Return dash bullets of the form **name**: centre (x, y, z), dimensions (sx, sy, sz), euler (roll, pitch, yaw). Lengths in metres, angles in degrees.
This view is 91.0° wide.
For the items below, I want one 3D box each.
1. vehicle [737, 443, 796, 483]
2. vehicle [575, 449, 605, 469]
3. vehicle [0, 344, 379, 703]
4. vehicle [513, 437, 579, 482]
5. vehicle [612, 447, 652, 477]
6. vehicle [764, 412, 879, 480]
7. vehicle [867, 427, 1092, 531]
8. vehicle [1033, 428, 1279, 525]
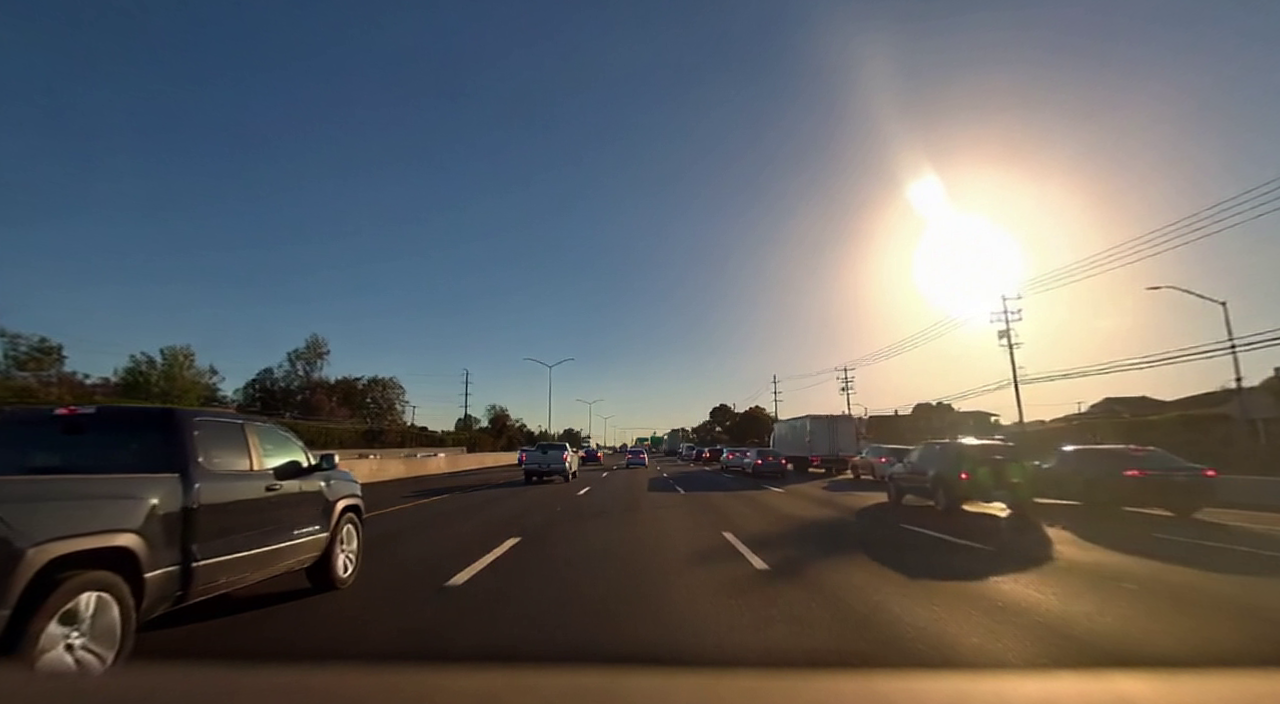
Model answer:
- **vehicle**: centre (5.470, 4.832, 27.717), dimensions (1.956, 1.576, 4.211), euler (0, -9, 3)
- **vehicle**: centre (-3.902, 8.437, 49.794), dimensions (1.984, 1.406, 4.030), euler (0, -9, 1)
- **vehicle**: centre (-3.453, 0.982, 3.397), dimensions (2.127, 1.705, 4.374), euler (0, -9, 1)
- **vehicle**: centre (-4.047, 4.725, 28.006), dimensions (2.147, 1.825, 4.602), euler (0, -9, 1)
- **vehicle**: centre (-0.420, 5.941, 34.422), dimensions (2.060, 1.508, 4.308), euler (0, -9, 0)
- **vehicle**: centre (10.408, 5.670, 38.014), dimensions (3.442, 3.405, 11.948), euler (0, -9, 0)
- **vehicle**: centre (6.312, 2.392, 12.425), dimensions (2.058, 1.667, 4.209), euler (0, -9, 0)
- **vehicle**: centre (10.884, 2.584, 13.620), dimensions (1.975, 1.720, 4.285), euler (0, -9, 0)
